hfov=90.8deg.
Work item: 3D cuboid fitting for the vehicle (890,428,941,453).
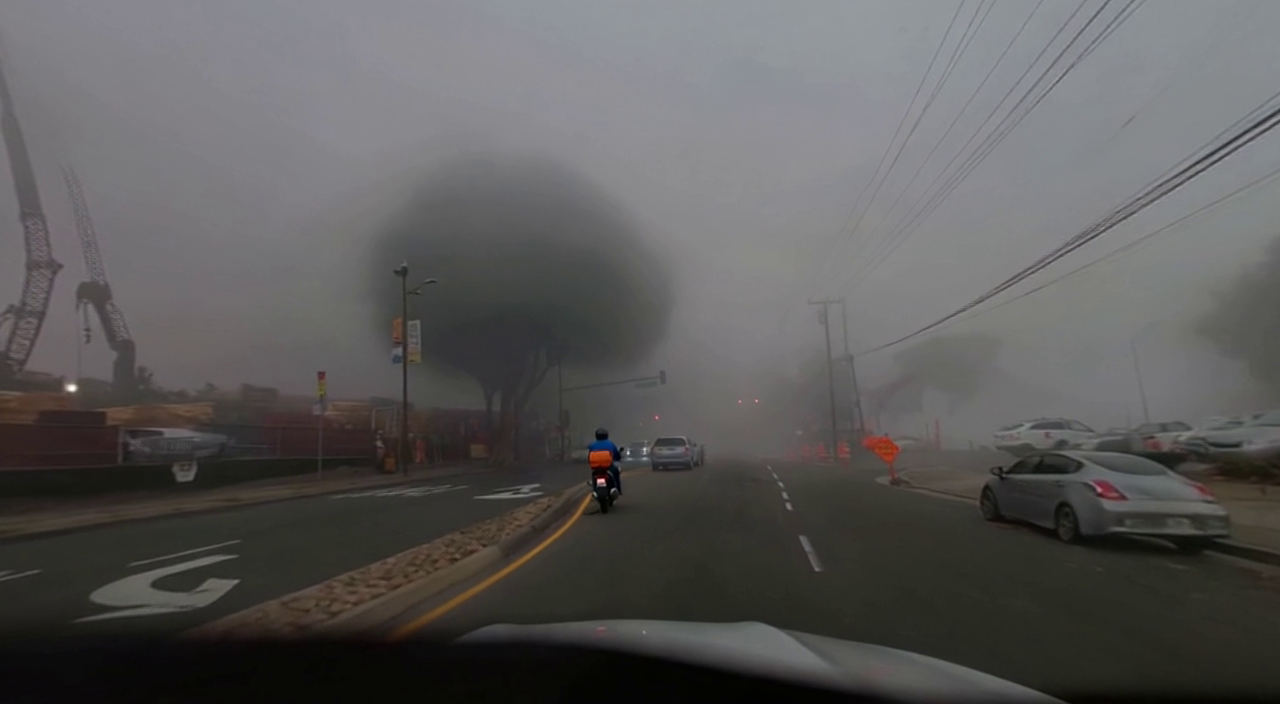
[{"bbox_3d":[20.240,6.580,46.630,1.918,1.732,4.650,-1,-8,5],"label":"vehicle"}]

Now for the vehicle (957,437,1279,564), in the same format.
[{"bbox_3d":[6.869,2.077,9.732,1.973,1.457,4.522,-1,-8,6],"label":"vehicle"}]

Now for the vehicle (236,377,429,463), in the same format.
[{"bbox_3d":[-13.702,3.392,29.720,2.996,3.170,10.153,-5,-9,7],"label":"vehicle"}]

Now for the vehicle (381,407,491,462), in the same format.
[{"bbox_3d":[-12.734,5.170,40.956,2.970,2.938,11.622,-3,-6,2],"label":"vehicle"}]

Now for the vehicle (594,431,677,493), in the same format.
[{"bbox_3d":[-0.008,3.164,18.527,1.925,1.602,4.090,-1,-8,7],"label":"vehicle"}]

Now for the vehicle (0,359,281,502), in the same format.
[{"bbox_3d":[-15.013,2.385,18.500,2.990,3.144,9.080,-1,-8,5],"label":"vehicle"}]
